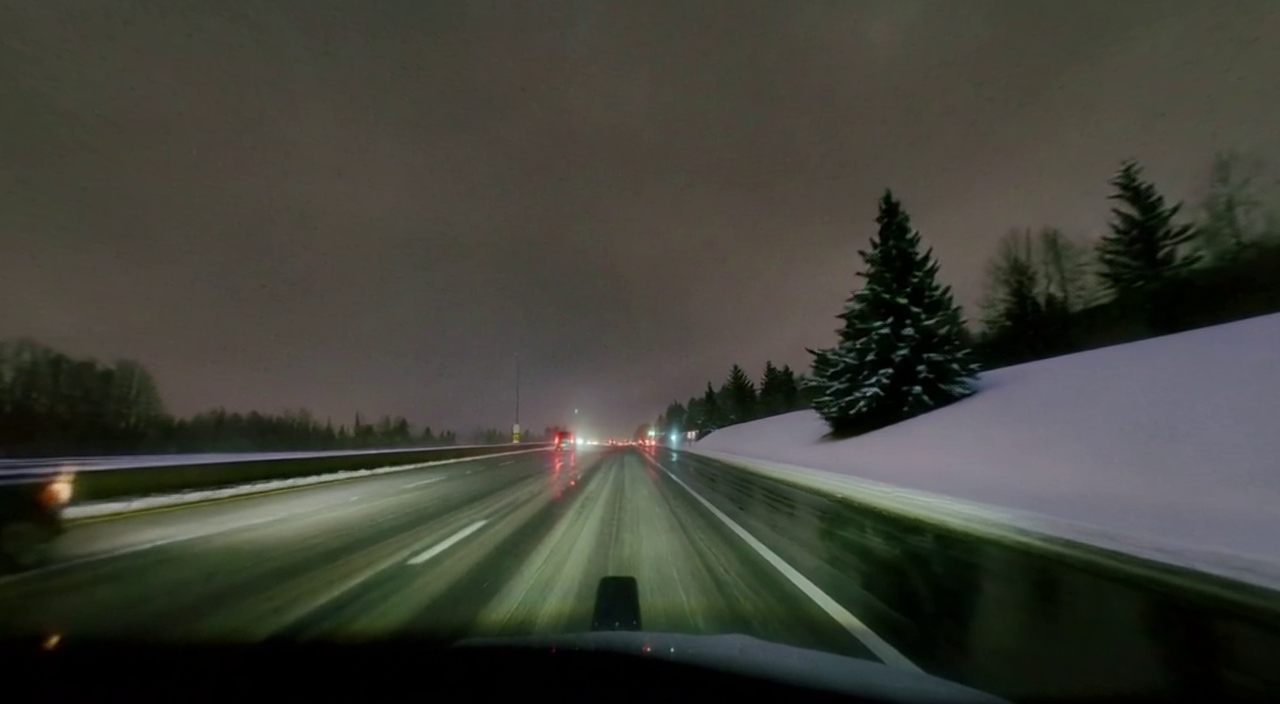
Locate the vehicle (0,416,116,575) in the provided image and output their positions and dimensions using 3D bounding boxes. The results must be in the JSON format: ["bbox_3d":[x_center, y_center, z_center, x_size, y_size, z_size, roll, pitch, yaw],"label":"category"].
[{"bbox_3d":[-7.527,1.357,5.606,1.985,1.614,4.293,0,-8,0],"label":"vehicle"}]
